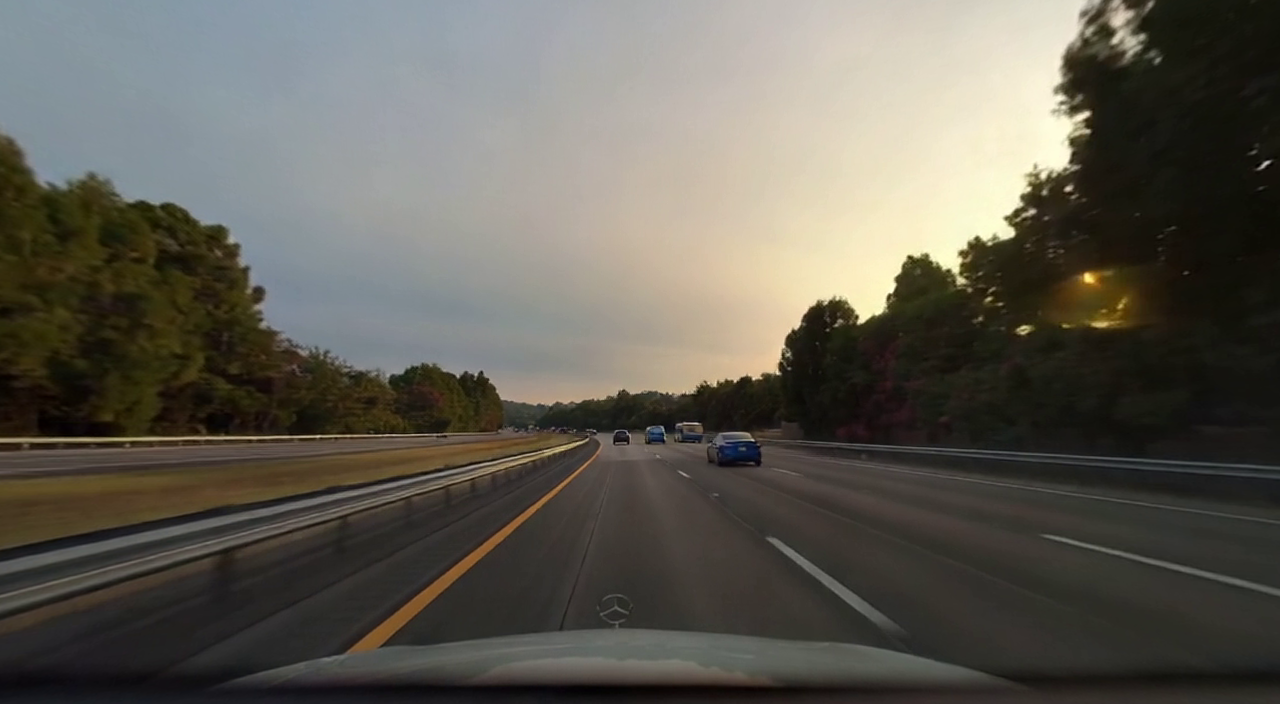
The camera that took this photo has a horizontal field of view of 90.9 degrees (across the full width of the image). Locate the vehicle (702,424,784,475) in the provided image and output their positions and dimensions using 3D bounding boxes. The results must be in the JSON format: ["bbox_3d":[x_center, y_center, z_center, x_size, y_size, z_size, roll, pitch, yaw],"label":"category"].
[{"bbox_3d":[3.428,3.314,21.707,2.002,1.569,3.845,0,-8,-2],"label":"vehicle"}]
